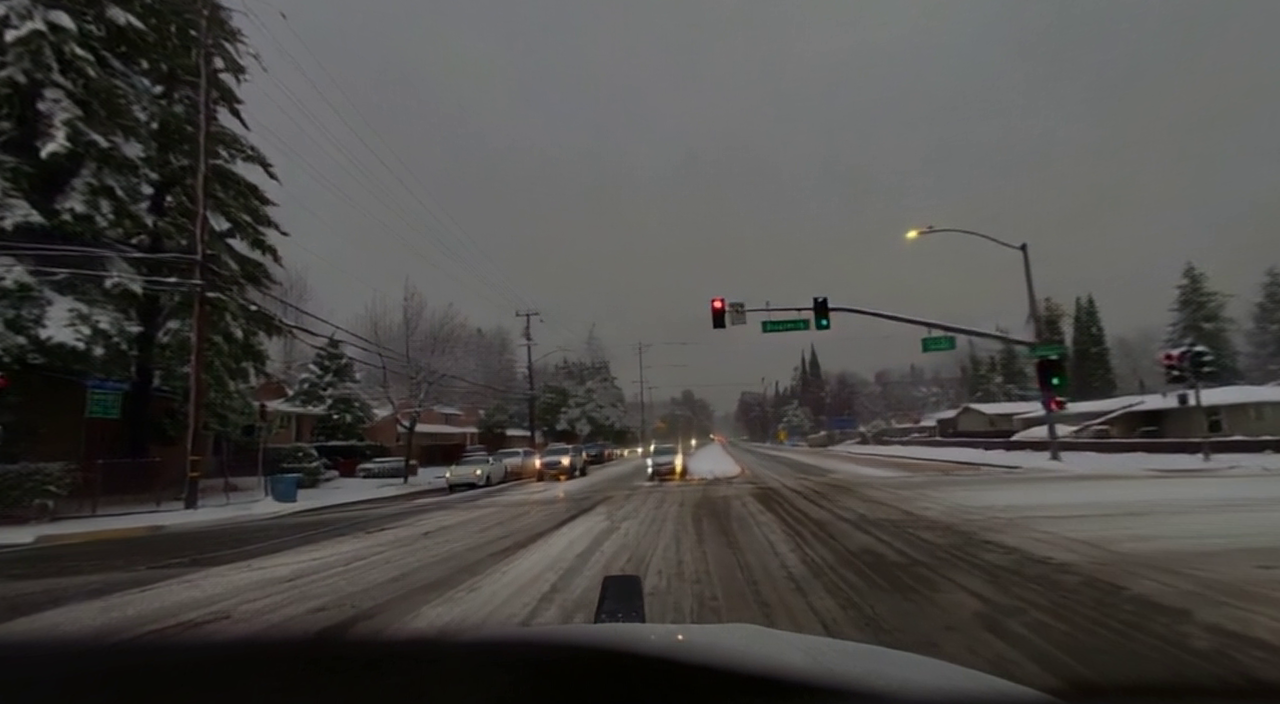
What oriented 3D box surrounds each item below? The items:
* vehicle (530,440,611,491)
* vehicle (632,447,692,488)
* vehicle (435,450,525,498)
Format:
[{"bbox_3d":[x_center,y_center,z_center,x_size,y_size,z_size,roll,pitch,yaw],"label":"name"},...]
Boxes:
[{"bbox_3d":[-2.852,4.873,27.504,2.479,1.977,5.254,-1,-9,5],"label":"vehicle"},{"bbox_3d":[0.983,4.621,25.721,2.174,1.477,4.805,-1,-9,5],"label":"vehicle"},{"bbox_3d":[-6.685,5.157,27.108,2.241,1.819,4.690,-1,-9,6],"label":"vehicle"}]
